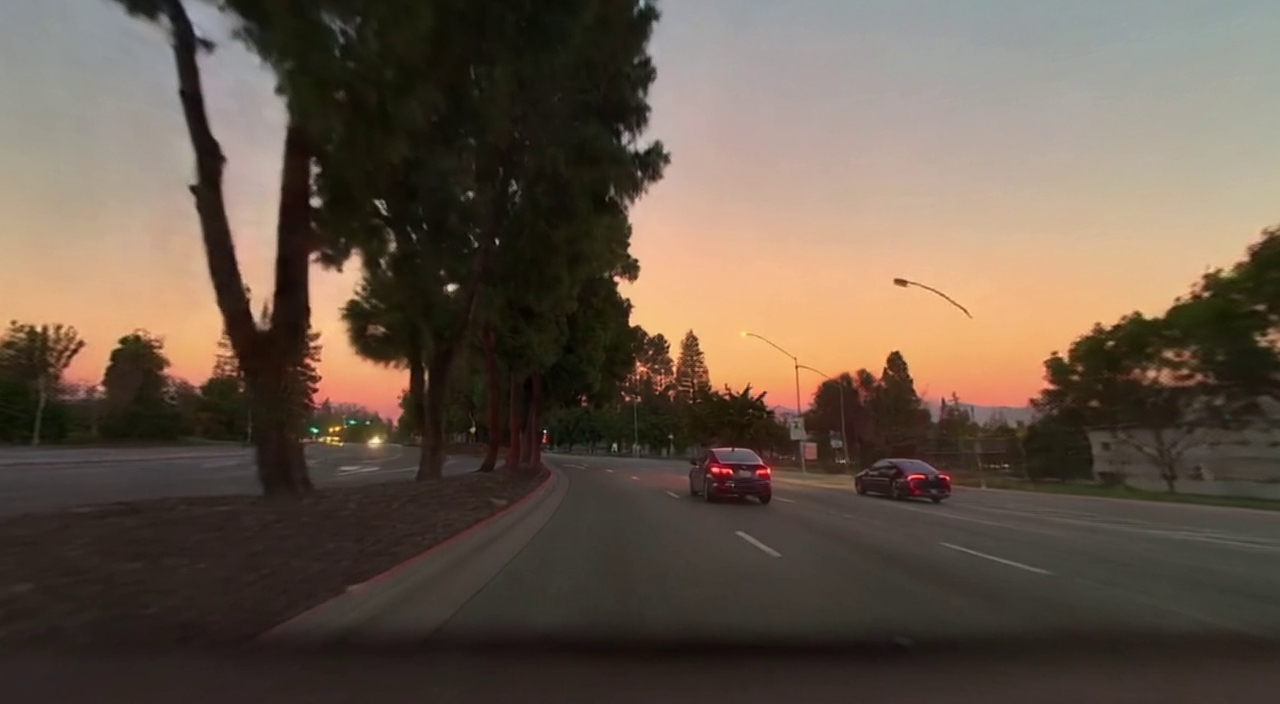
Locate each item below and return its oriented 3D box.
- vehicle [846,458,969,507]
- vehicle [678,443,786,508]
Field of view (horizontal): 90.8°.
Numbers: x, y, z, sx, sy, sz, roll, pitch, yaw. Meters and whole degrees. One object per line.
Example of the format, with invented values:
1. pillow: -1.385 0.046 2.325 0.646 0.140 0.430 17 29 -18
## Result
1. vehicle: 9.178 4.482 22.212 1.940 1.460 4.652 1 -9 -5
2. vehicle: 2.513 3.549 18.626 2.122 1.646 4.525 1 -9 -5
